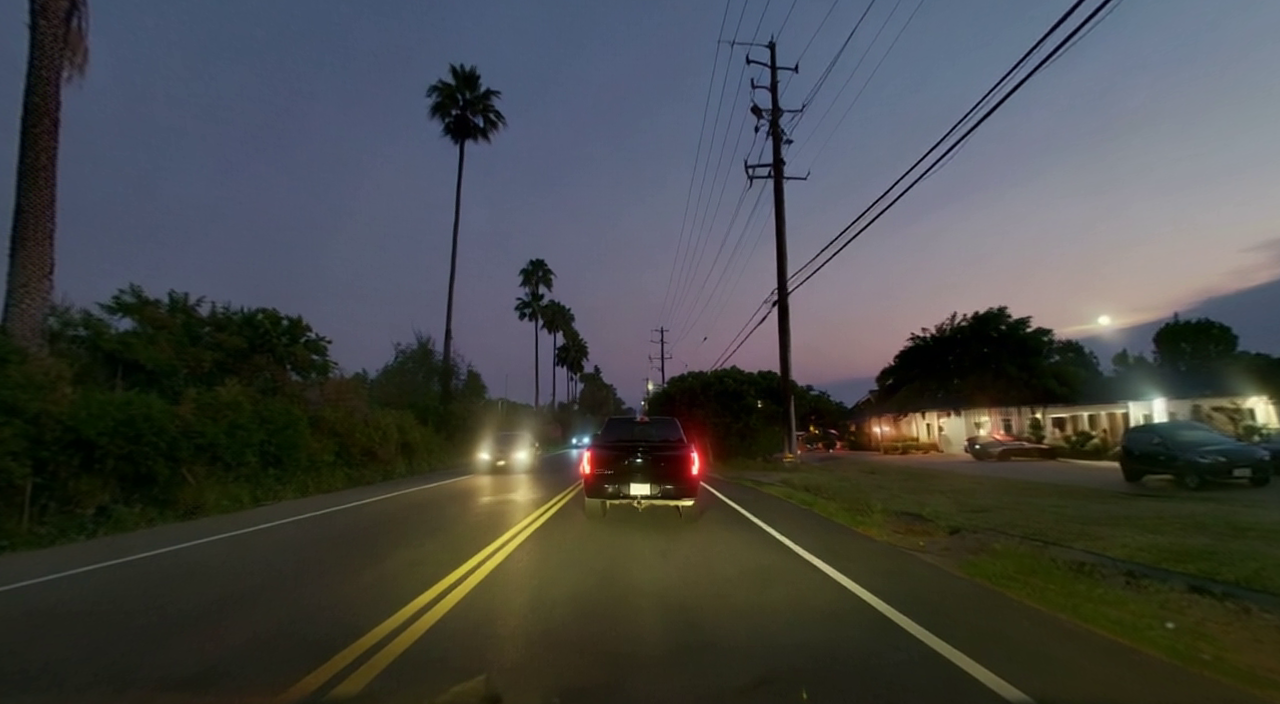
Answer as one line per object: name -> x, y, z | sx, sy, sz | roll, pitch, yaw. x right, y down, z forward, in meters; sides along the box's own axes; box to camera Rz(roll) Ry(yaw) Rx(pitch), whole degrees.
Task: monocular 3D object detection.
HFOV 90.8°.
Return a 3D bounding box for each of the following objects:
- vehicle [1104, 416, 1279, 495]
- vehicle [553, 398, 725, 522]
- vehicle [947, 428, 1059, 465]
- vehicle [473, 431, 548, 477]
vehicle -> 16.048, 2.976, 18.481 | 2.338, 1.917, 6.076 | -3, -9, 21
vehicle -> 0.008, 2.242, 13.570 | 2.848, 2.047, 5.885 | 0, -8, 1
vehicle -> 20.359, 5.368, 35.886 | 2.277, 1.836, 6.267 | 0, -9, -4
vehicle -> -5.542, 4.461, 27.796 | 2.271, 1.798, 5.412 | 0, -8, -1
